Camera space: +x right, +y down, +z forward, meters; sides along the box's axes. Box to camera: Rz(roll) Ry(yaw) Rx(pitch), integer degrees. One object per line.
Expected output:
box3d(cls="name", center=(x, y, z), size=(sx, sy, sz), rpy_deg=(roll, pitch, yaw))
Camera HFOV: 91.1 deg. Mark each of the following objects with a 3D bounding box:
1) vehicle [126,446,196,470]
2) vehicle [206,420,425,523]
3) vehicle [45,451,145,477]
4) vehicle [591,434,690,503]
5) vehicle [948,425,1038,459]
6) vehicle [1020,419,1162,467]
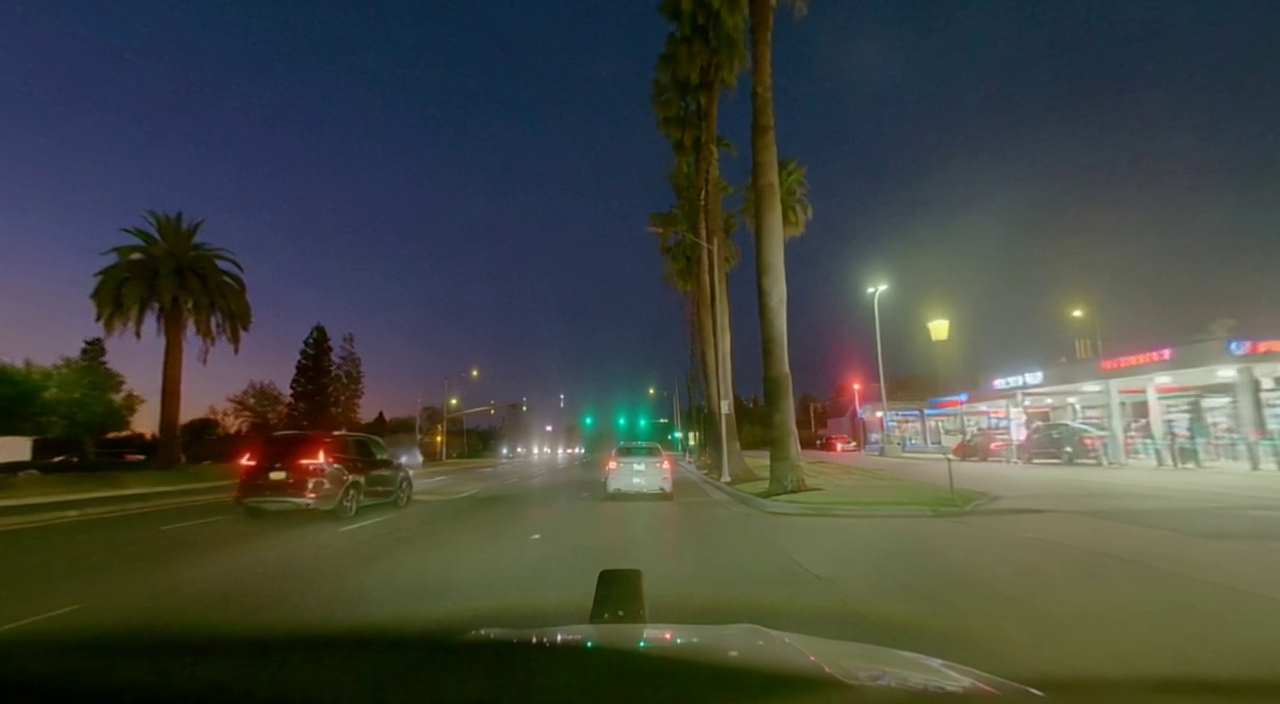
box3d(cls="vehicle", center=(-35.448, 7.847, 46.609), size=(1.888, 1.650, 4.369), rpy_deg=(0, -9, -2))
box3d(cls="vehicle", center=(-6.252, 2.357, 12.855), size=(2.057, 1.705, 4.394), rpy_deg=(0, -9, 1))
box3d(cls="vehicle", center=(-32.563, 6.665, 37.661), size=(4.056, 1.453, 1.865), rpy_deg=(5, -10, -27))
box3d(cls="vehicle", center=(0.031, 2.891, 15.999), size=(2.145, 1.483, 4.453), rpy_deg=(0, -9, 0))
box3d(cls="vehicle", center=(16.772, 4.360, 30.113), size=(1.902, 1.502, 4.395), rpy_deg=(0, -9, 3))
box3d(cls="vehicle", center=(17.044, 3.485, 24.064), size=(2.009, 1.630, 4.436), rpy_deg=(0, -8, -2))
